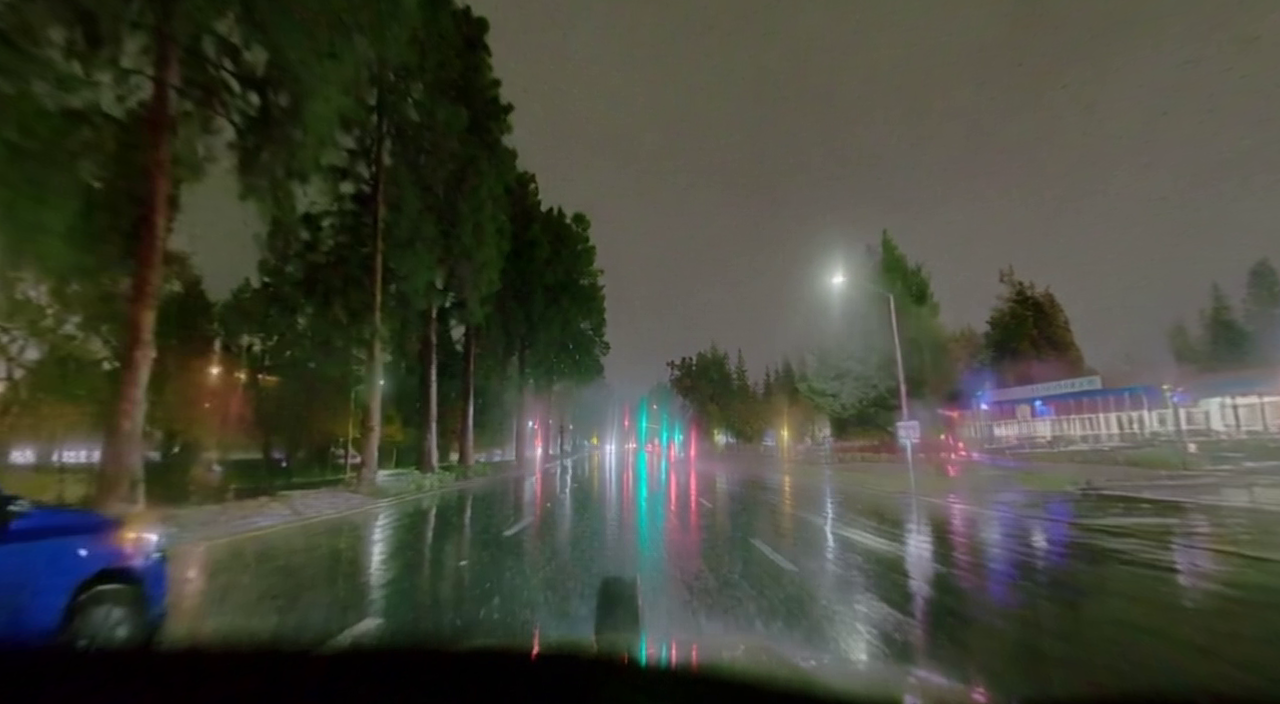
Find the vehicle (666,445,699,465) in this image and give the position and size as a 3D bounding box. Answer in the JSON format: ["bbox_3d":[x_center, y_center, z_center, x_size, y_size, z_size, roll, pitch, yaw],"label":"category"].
[{"bbox_3d":[3.204,7.860,48.431,2.033,1.482,4.571,0,-8,-2],"label":"vehicle"}]

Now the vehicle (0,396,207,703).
[{"bbox_3d":[-3.555,0.724,1.084,2.085,1.497,4.989,0,-8,0],"label":"vehicle"}]
